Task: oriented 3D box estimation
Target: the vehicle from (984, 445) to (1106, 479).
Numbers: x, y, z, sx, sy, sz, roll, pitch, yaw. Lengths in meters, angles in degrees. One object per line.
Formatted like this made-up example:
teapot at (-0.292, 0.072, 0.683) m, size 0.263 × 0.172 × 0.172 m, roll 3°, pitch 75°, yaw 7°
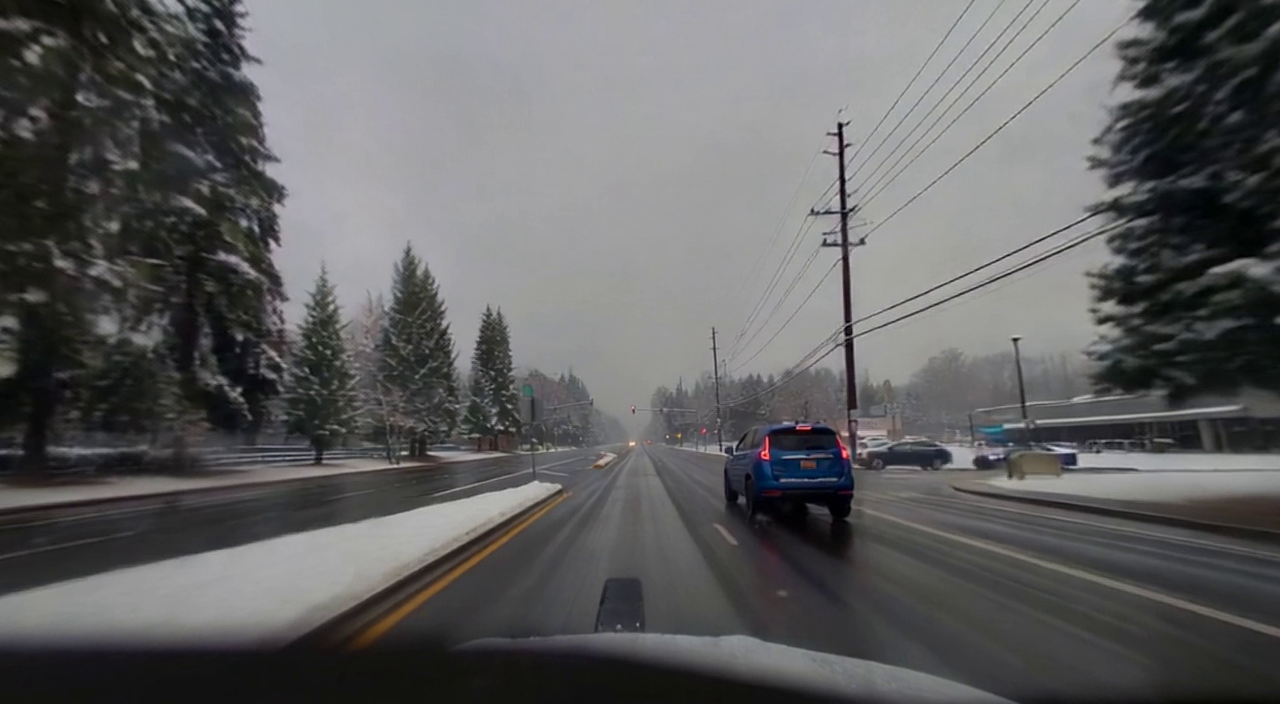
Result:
vehicle at (18.545, 5.037, 29.094) m, size 4.208 × 1.434 × 2.021 m, roll 0°, pitch -8°, yaw 0°

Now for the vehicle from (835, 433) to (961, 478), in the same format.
vehicle at (11.716, 4.740, 28.947) m, size 4.801 × 1.802 × 2.022 m, roll -2°, pitch -9°, yaw -2°

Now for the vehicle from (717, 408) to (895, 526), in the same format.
vehicle at (2.888, 2.147, 12.300) m, size 2.060 × 1.820 × 4.713 m, roll 0°, pitch -8°, yaw -1°
